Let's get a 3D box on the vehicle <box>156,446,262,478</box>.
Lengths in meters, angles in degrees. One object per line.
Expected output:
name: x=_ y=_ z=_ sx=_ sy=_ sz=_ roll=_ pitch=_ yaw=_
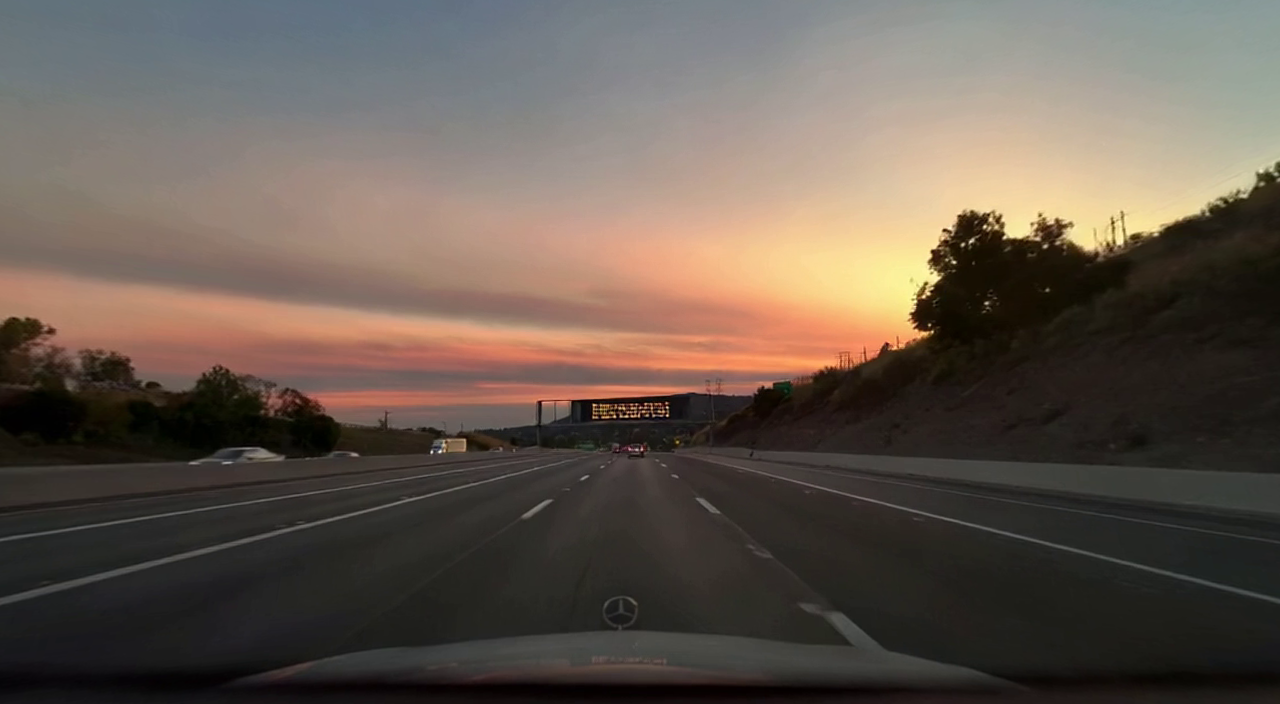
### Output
vehicle: x=-22.287 y=5.676 z=32.978 sx=2.007 sy=1.444 sz=5.016 roll=0 pitch=-8 yaw=1
